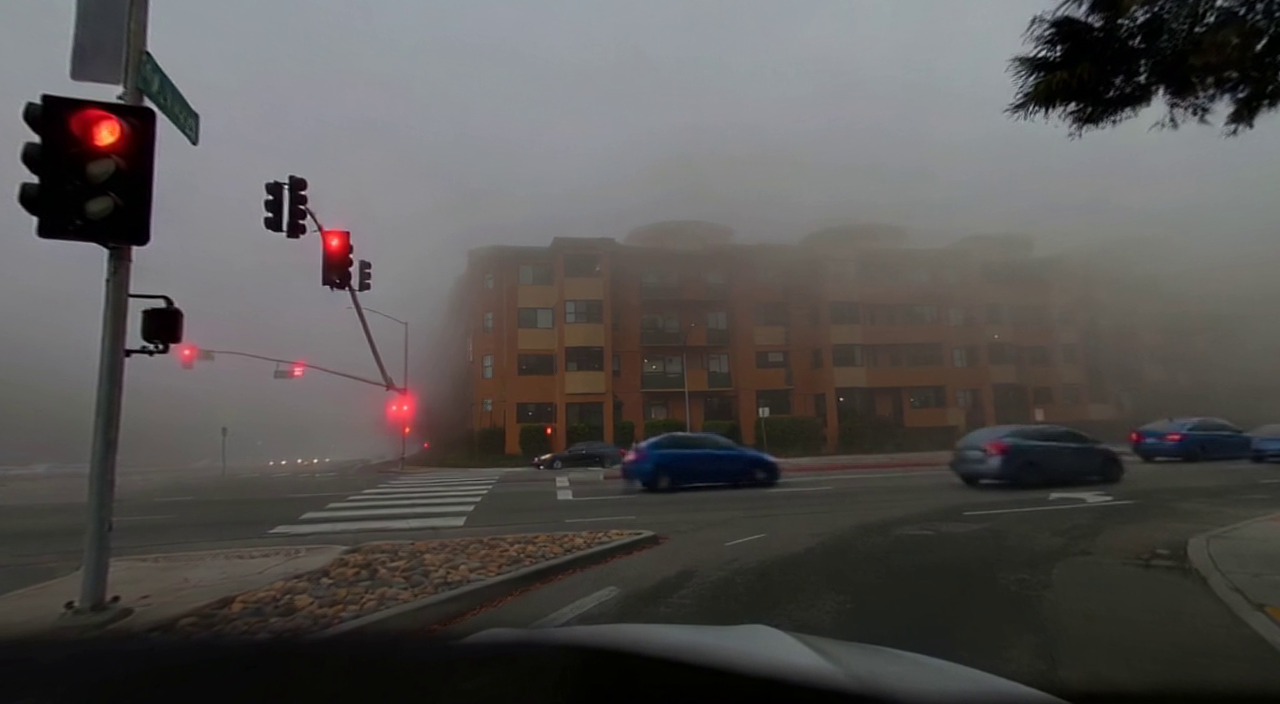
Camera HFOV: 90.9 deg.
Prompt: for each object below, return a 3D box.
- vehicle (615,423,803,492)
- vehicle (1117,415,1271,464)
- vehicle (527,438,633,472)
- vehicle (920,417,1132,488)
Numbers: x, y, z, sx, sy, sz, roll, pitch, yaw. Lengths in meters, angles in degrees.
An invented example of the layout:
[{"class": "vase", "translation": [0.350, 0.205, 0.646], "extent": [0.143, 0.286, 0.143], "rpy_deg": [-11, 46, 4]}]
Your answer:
[{"class": "vehicle", "translation": [1.837, 2.851, 17.272], "extent": [4.711, 1.688, 1.915], "rpy_deg": [2, -9, -16]}, {"class": "vehicle", "translation": [20.528, 3.246, 23.415], "extent": [4.719, 1.671, 1.985], "rpy_deg": [2, -9, -17]}, {"class": "vehicle", "translation": [-2.619, 4.462, 27.472], "extent": [4.289, 1.415, 1.774], "rpy_deg": [2, -9, -17]}, {"class": "vehicle", "translation": [9.880, 2.560, 16.263], "extent": [4.581, 1.650, 1.958], "rpy_deg": [2, -9, -16]}]
